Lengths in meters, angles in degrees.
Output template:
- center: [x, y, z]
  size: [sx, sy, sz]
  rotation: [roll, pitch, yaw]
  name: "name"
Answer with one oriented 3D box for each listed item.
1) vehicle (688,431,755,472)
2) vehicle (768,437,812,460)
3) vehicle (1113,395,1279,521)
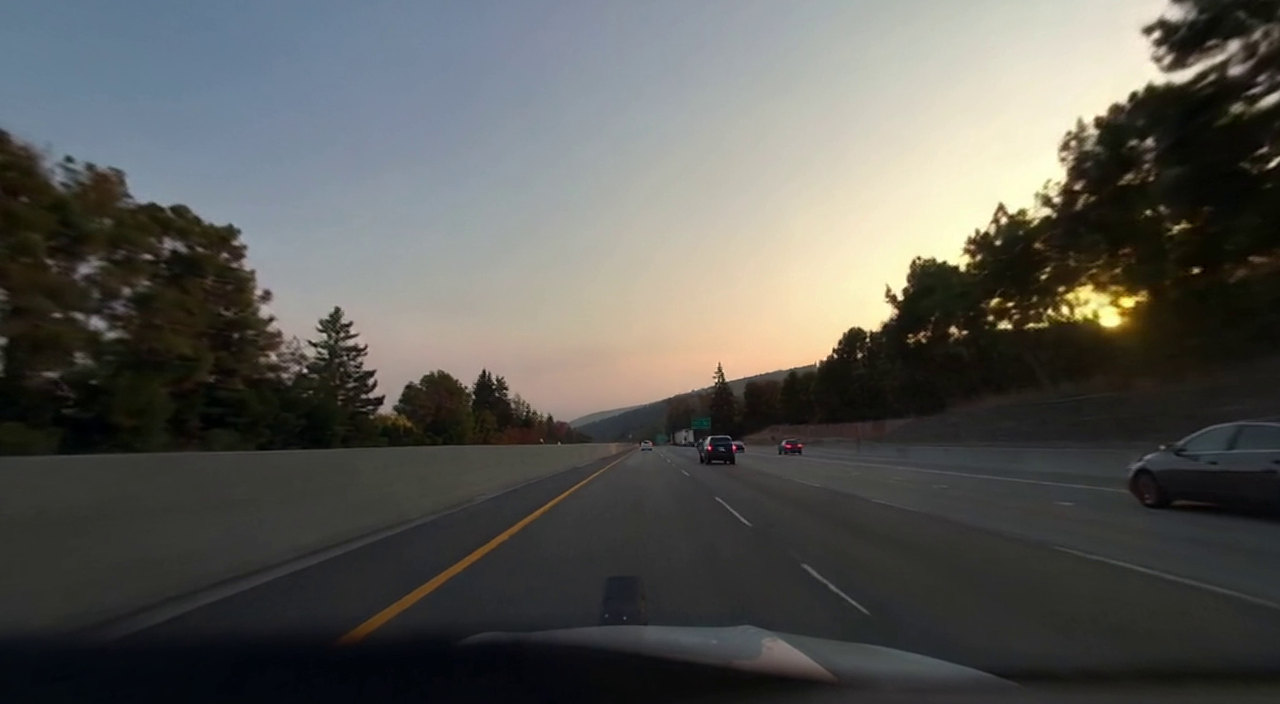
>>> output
- center: [3.482, 4.388, 27.921]
  size: [2.326, 1.644, 4.206]
  rotation: [-1, -8, -1]
  name: "vehicle"
- center: [10.441, 6.729, 44.221]
  size: [1.970, 1.479, 4.480]
  rotation: [-1, -8, -1]
  name: "vehicle"
- center: [10.280, 1.561, 9.379]
  size: [2.062, 1.809, 5.679]
  rotation: [-1, -8, 0]
  name: "vehicle"
